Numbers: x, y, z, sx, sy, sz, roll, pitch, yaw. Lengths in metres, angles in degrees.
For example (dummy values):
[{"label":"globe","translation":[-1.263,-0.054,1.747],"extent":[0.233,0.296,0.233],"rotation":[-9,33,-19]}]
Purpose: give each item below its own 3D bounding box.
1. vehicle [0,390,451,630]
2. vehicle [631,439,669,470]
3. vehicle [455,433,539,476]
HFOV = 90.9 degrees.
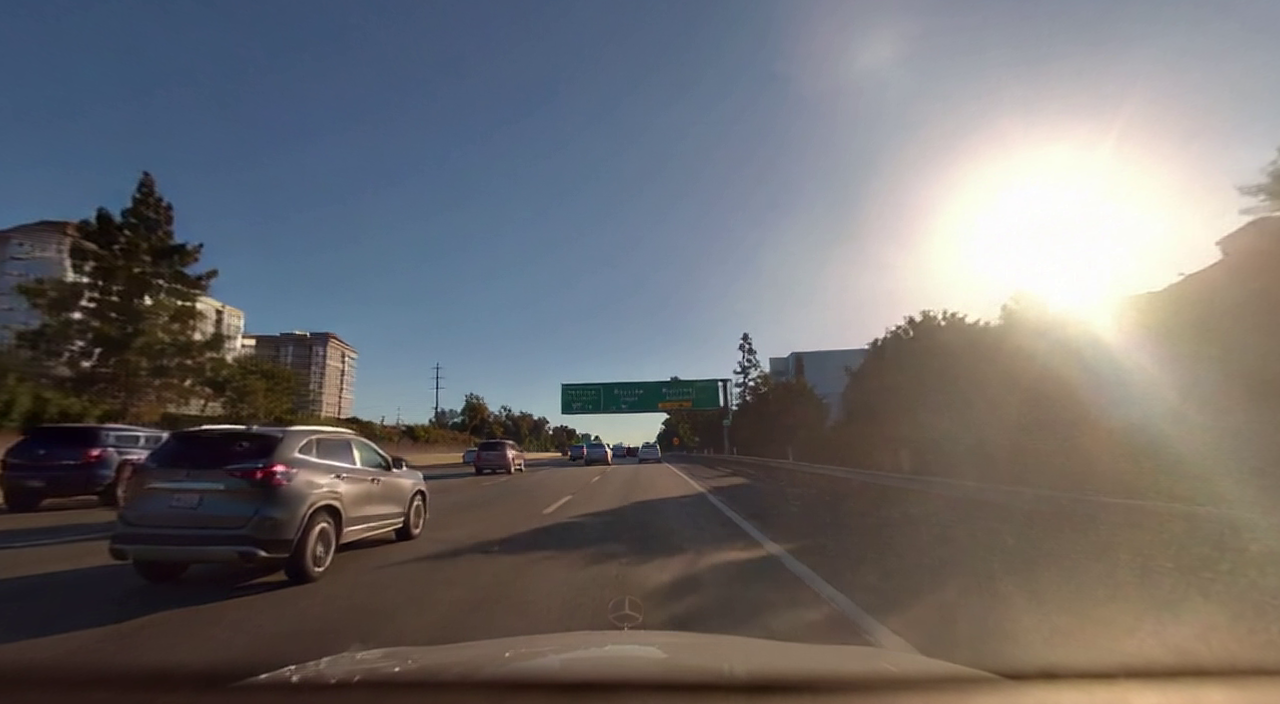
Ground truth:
[{"label":"vehicle","translation":[-3.997,1.495,7.058],"extent":[2.136,1.718,4.873],"rotation":[0,-8,1]},{"label":"vehicle","translation":[0.563,6.176,38.280],"extent":[2.135,1.697,4.757],"rotation":[0,-8,0]},{"label":"vehicle","translation":[-6.856,4.993,31.052],"extent":[2.521,1.901,5.988],"rotation":[0,-8,2]}]
